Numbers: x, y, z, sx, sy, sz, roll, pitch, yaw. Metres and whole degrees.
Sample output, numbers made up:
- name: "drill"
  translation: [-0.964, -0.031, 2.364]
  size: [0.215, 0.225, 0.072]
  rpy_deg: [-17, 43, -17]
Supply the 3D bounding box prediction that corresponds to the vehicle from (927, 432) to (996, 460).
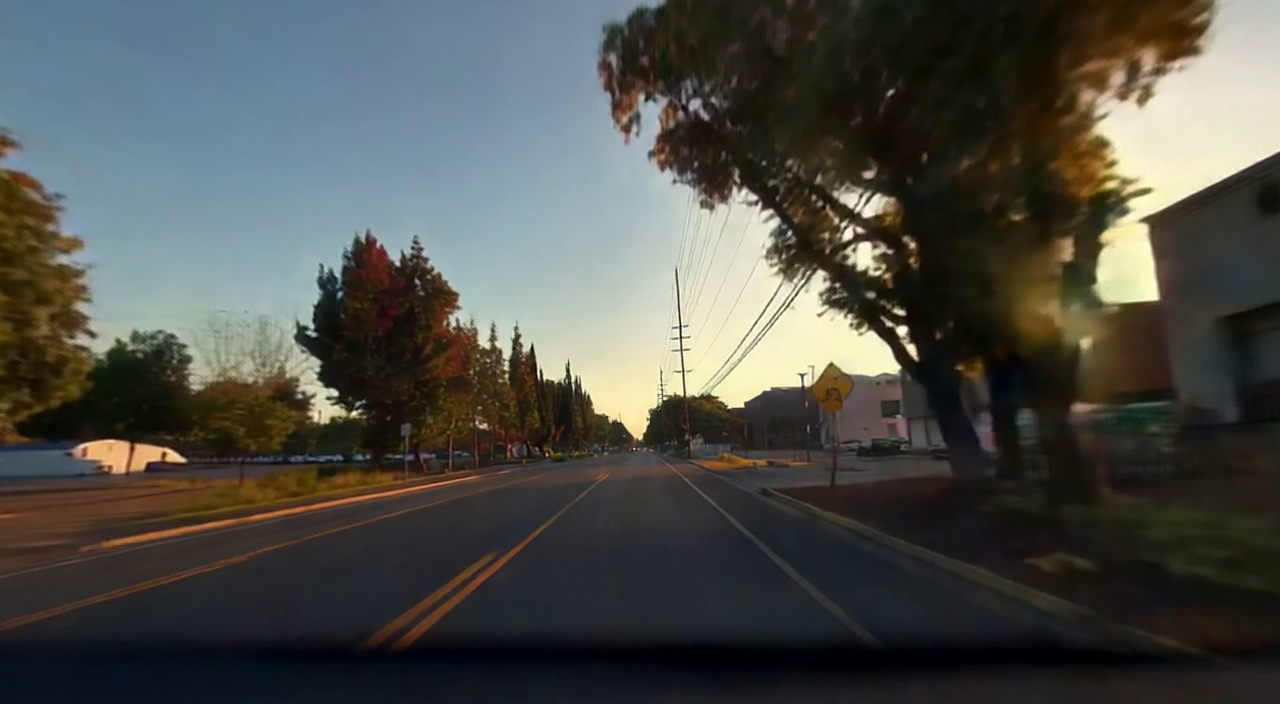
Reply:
- name: "vehicle"
  translation: [18.729, 5.501, 36.905]
  size: [1.875, 1.440, 3.925]
  rpy_deg: [-4, -8, -1]
